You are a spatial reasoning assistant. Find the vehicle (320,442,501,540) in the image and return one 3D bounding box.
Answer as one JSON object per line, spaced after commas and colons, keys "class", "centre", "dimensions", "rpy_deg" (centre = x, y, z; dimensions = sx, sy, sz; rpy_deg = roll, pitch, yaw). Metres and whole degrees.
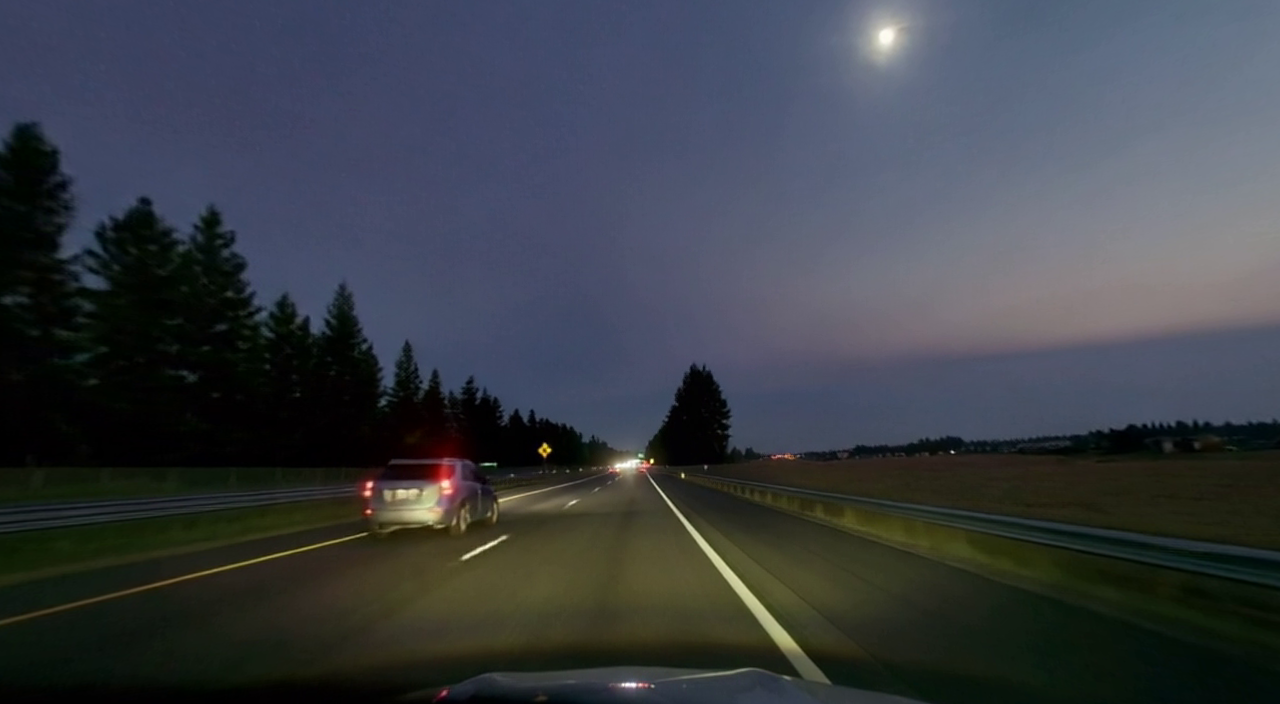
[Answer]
{"class": "vehicle", "centre": [-4.393, 2.772, 12.946], "dimensions": [2.042, 1.629, 4.276], "rpy_deg": [1, -11, 0]}
